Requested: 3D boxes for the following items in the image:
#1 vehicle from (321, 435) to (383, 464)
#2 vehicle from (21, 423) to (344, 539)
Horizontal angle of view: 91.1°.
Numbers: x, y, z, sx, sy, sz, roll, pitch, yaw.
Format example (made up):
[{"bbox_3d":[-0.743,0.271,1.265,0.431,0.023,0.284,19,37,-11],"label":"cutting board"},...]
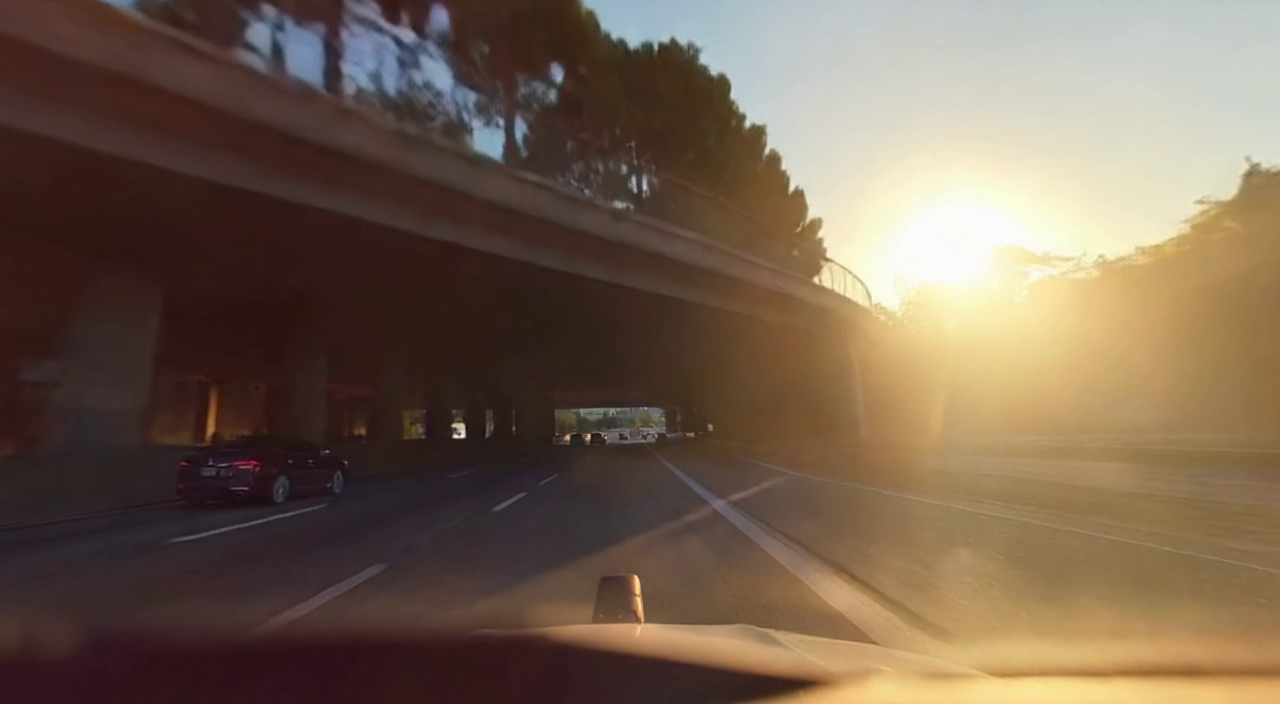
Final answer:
[{"bbox_3d":[-17.696,6.011,38.854,1.851,1.666,4.204,0,-8,0],"label":"vehicle"},{"bbox_3d":[-7.172,2.029,10.660,2.118,1.524,4.422,0,-8,1],"label":"vehicle"}]
